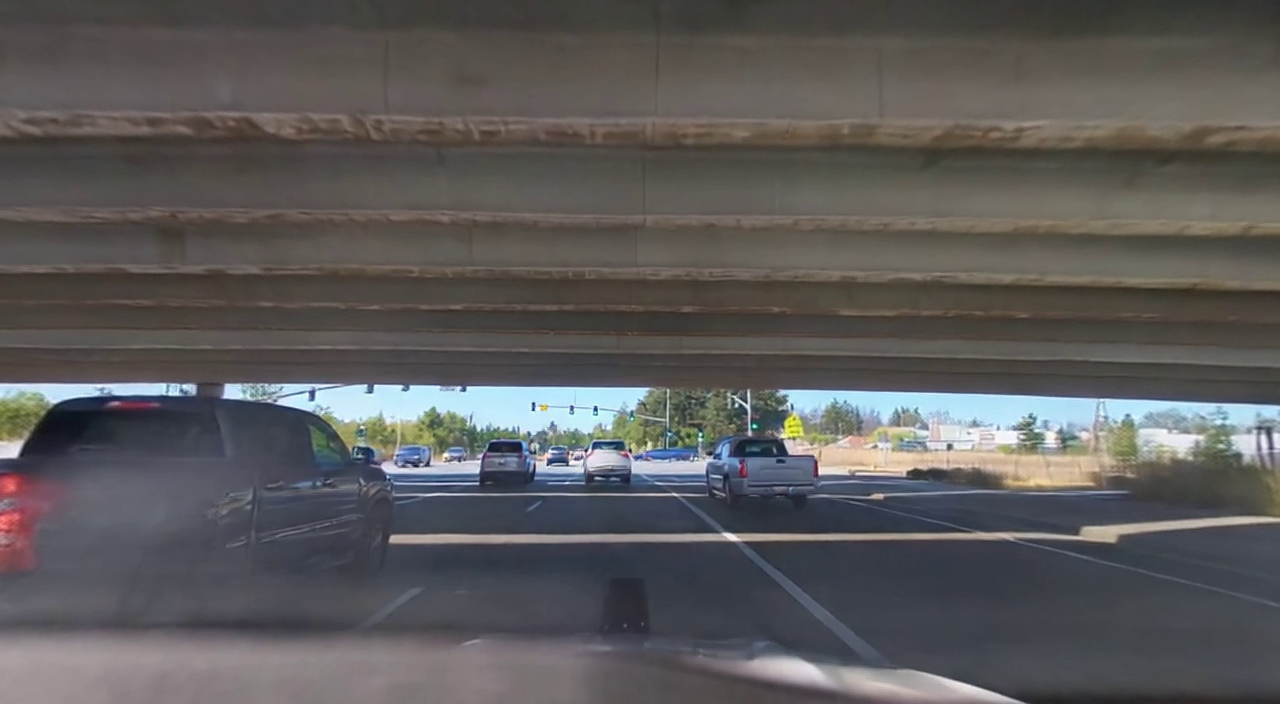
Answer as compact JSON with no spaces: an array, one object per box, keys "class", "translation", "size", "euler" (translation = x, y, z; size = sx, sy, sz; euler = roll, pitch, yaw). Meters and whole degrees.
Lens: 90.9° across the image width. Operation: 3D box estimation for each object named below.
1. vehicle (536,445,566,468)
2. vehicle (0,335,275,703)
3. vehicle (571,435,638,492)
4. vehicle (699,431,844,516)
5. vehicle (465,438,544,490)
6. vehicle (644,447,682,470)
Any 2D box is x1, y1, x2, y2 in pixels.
[{"class":"vehicle","translation":[-6.462,7.603,46.079],"size":[1.829,1.614,3.611],"euler":[1,-8,-4]},{"class":"vehicle","translation":[-3.938,0.807,2.629],"size":[2.074,1.814,4.596],"euler":[0,-8,0]},{"class":"vehicle","translation":[-1.176,3.807,21.839],"size":[2.097,1.748,3.794],"euler":[0,-8,-2]},{"class":"vehicle","translation":[2.964,2.906,15.705],"size":[2.234,1.720,5.378],"euler":[0,-8,-3]},{"class":"vehicle","translation":[-4.824,4.028,23.043],"size":[2.127,1.720,4.064],"euler":[0,-8,-2]},{"class":"vehicle","translation":[1.501,7.094,42.256],"size":[2.026,1.457,3.969],"euler":[1,-9,-6]}]
